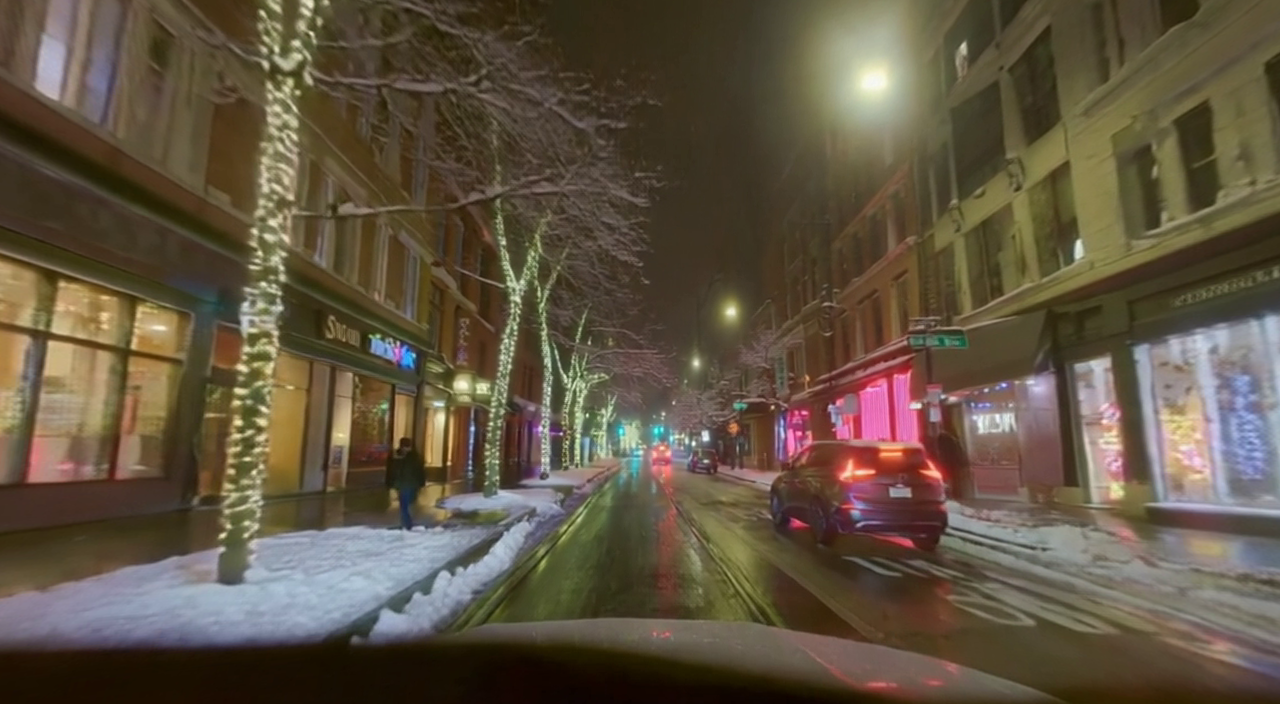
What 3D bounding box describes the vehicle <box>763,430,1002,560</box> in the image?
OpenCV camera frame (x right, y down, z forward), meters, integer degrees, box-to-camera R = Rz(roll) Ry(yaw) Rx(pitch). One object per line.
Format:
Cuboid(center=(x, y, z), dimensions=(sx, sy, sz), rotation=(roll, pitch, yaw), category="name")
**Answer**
Cuboid(center=(3.394, 2.072, 9.953), dimensions=(1.971, 1.559, 4.326), rotation=(0, -8, -1), category="vehicle")
